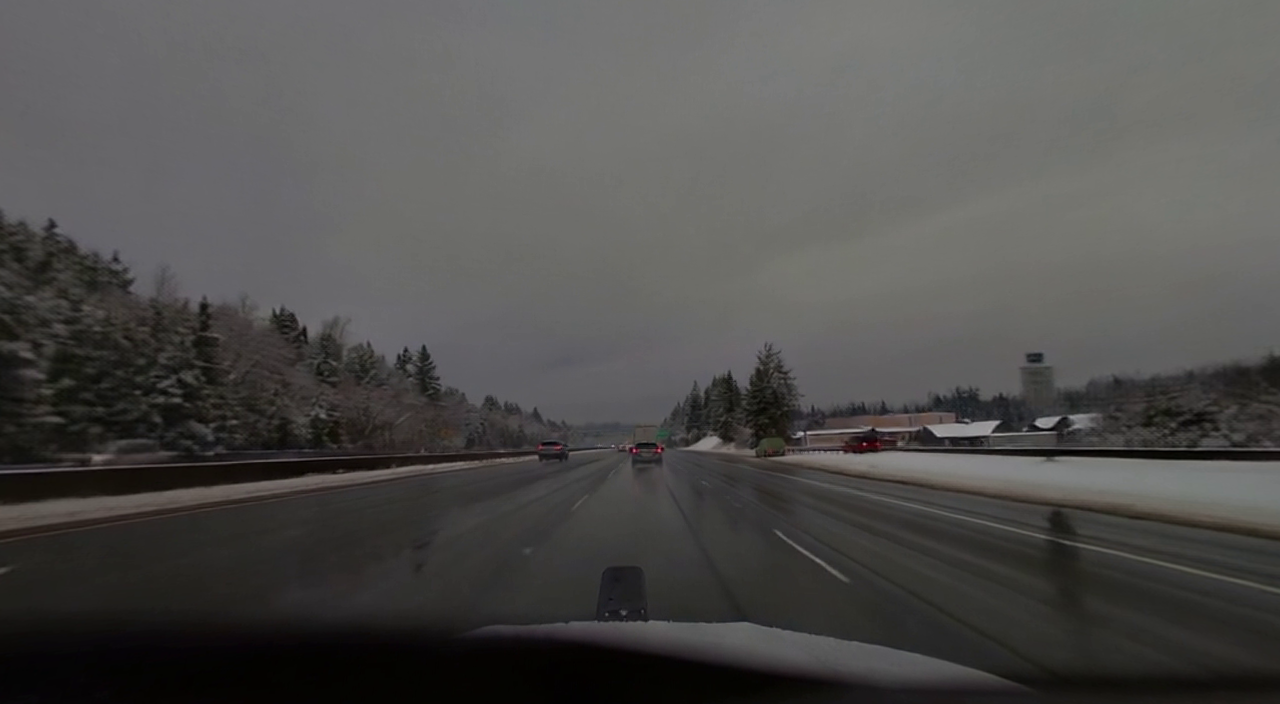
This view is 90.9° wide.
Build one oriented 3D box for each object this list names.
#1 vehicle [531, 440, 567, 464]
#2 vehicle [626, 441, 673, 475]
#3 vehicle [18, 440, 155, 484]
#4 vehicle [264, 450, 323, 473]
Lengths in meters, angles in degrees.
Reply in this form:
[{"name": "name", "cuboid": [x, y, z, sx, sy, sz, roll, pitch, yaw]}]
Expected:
[{"name": "vehicle", "cuboid": [-7.122, 7.881, 49.844, 2.093, 1.789, 4.399, 0, -8, 1]}, {"name": "vehicle", "cuboid": [0.407, 5.006, 29.952, 2.112, 1.482, 4.082, 0, -8, 0]}, {"name": "vehicle", "cuboid": [-30.946, 6.132, 35.651, 2.308, 2.200, 6.021, 0, -8, -1]}, {"name": "vehicle", "cuboid": [-25.096, 7.907, 45.804, 1.777, 1.486, 4.357, 0, -8, 0]}]
